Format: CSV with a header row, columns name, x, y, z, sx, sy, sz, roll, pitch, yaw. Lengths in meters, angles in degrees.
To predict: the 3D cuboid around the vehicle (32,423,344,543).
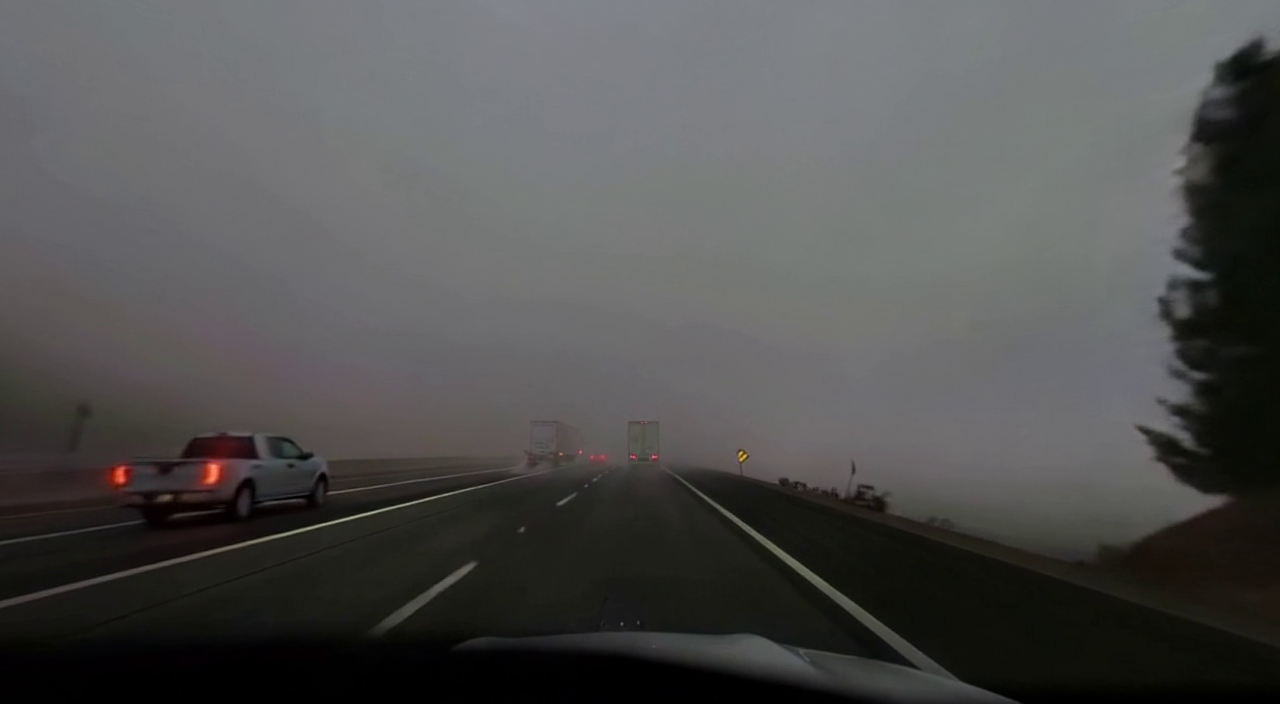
name,x,y,z,sx,sy,sz,roll,pitch,yaw
vehicle,-7.606,2.252,11.459,2.067,1.676,4.789,0,-9,1
